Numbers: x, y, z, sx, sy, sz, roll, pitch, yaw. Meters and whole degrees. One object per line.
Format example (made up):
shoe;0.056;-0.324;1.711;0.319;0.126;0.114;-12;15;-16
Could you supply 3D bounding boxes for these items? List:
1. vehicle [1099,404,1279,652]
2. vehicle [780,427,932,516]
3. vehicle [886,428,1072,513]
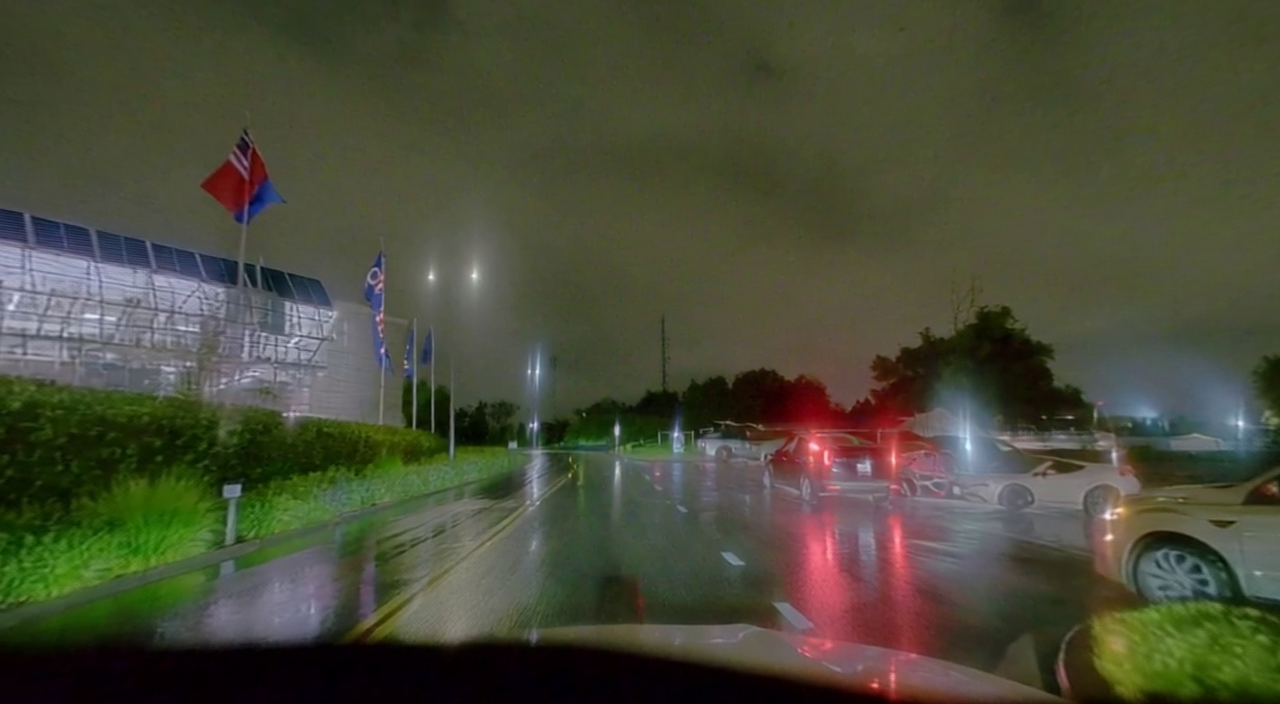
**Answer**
vehicle;6.531;1.317;4.552;2.113;1.945;4.546;4;-10;-26
vehicle;5.112;2.884;15.606;1.977;1.860;4.237;0;-9;-4
vehicle;7.913;2.810;15.312;1.924;1.713;4.627;0;-9;0
